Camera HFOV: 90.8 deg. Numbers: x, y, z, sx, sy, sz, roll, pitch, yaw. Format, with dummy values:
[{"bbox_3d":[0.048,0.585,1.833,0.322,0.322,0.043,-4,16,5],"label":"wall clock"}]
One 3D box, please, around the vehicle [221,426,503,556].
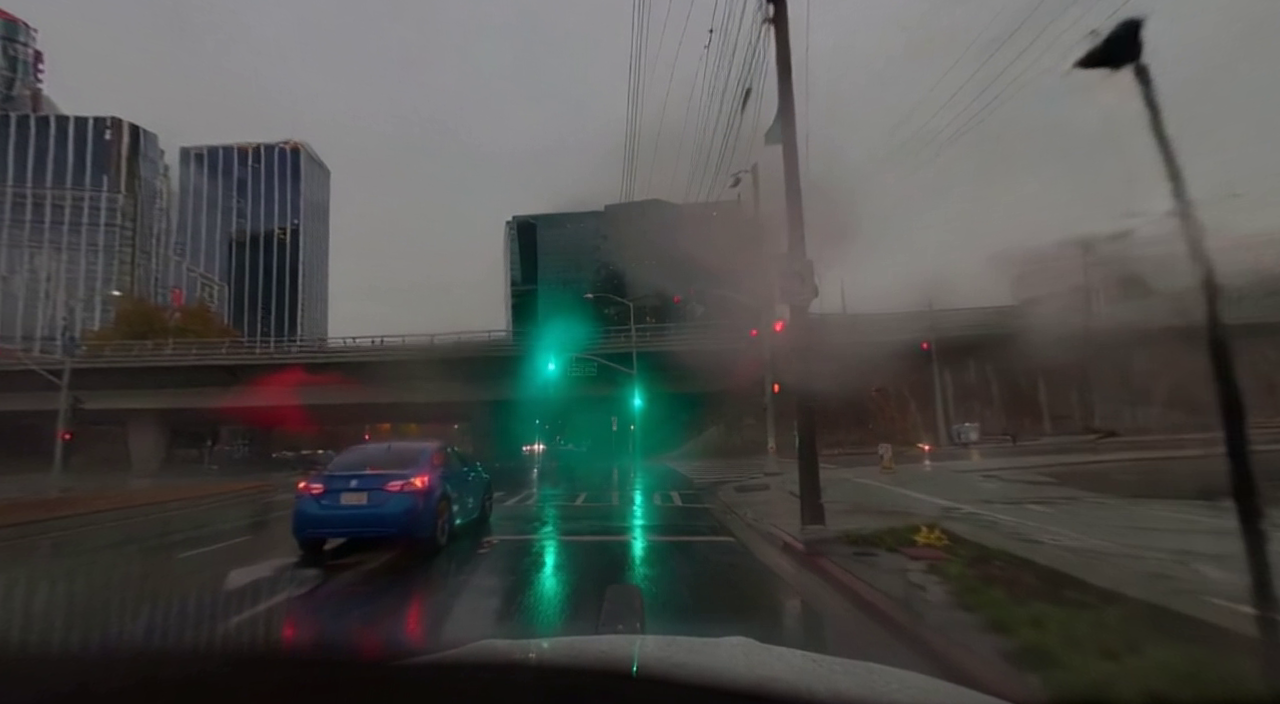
[{"bbox_3d":[-3.669,1.906,9.515,2.154,1.465,4.532,0,-8,0],"label":"vehicle"}]
